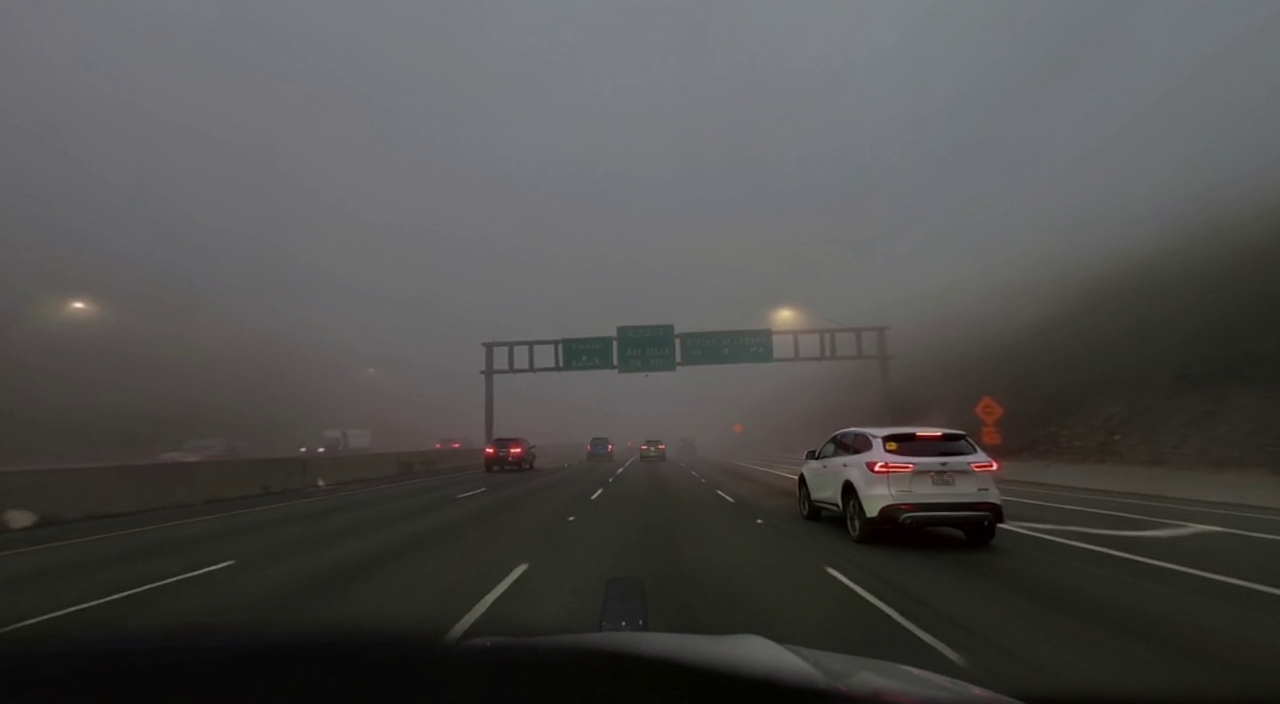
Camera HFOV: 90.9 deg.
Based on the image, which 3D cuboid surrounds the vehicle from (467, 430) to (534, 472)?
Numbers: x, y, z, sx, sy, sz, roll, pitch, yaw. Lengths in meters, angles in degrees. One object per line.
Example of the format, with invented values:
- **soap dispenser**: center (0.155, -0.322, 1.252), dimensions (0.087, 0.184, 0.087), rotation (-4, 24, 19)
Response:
- **vehicle**: center (-6.028, 4.329, 27.727), dimensions (1.946, 1.688, 4.019), rotation (0, -8, 1)

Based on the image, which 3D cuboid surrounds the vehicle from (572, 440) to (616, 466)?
- **vehicle**: center (-2.585, 5.783, 36.405), dimensions (2.205, 1.406, 4.286), rotation (0, -8, 1)

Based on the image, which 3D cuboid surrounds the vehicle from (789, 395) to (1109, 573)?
- **vehicle**: center (3.731, 1.693, 8.860), dimensions (2.083, 1.823, 4.627), rotation (0, -8, 0)

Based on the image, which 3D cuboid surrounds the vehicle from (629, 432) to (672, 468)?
- **vehicle**: center (0.563, 5.094, 32.990), dimensions (2.133, 1.739, 3.925), rotation (0, -8, 1)

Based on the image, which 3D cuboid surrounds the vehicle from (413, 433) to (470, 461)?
- **vehicle**: center (-12.813, 6.199, 41.070), dimensions (2.076, 1.701, 5.093), rotation (0, -8, 0)
